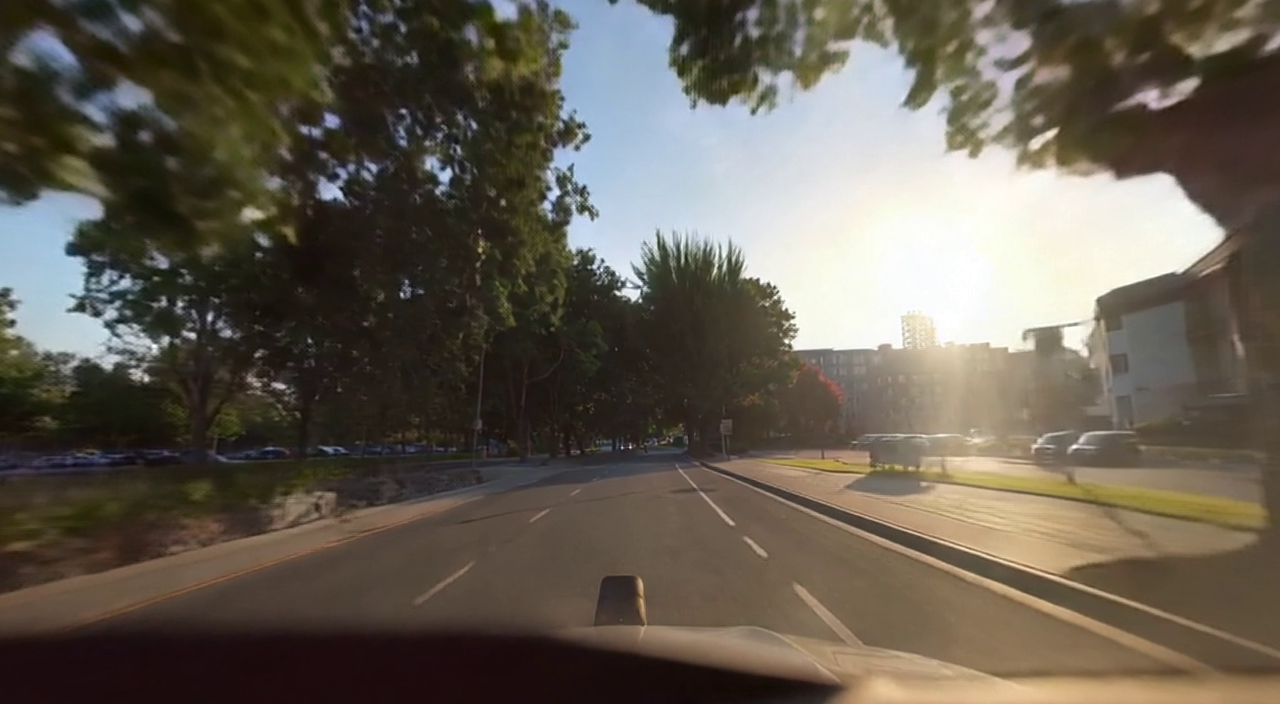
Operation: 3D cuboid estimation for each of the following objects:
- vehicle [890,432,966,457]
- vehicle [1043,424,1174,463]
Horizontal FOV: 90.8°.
[{"bbox_3d":[19.110,6.138,42.046,4.134,1.580,1.952,1,-8,-10],"label":"vehicle"},{"bbox_3d":[20.757,4.049,28.121,4.293,1.473,1.843,-2,-6,2],"label":"vehicle"}]
